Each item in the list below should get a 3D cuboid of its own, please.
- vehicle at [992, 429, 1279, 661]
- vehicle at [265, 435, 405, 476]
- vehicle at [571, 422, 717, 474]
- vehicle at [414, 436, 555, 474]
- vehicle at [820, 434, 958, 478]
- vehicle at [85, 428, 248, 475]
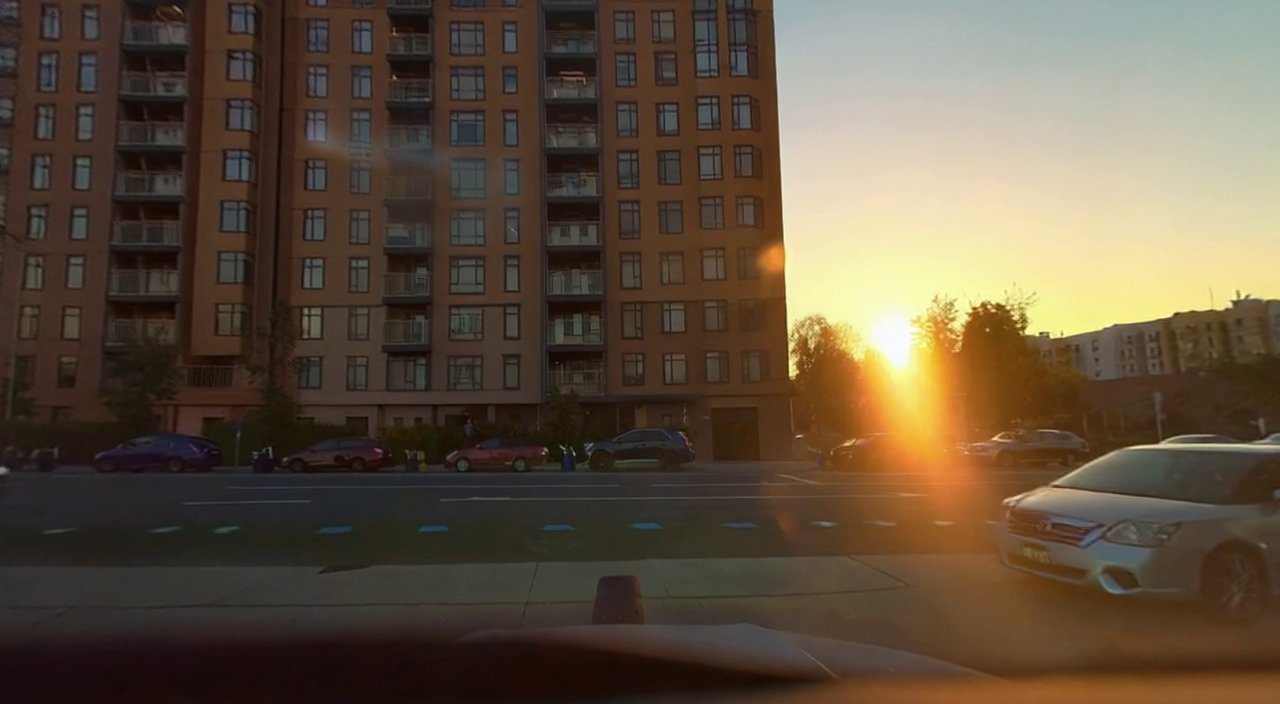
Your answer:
[{"bbox_3d":[5.926,1.450,5.354,4.714,1.471,1.978,0,-4,1],"label":"vehicle"},{"bbox_3d":[-11.383,3.889,23.806,4.336,1.438,1.776,1,-8,-3],"label":"vehicle"},{"bbox_3d":[0.090,3.681,24.037,5.299,1.860,2.098,1,-9,-5],"label":"vehicle"},{"bbox_3d":[-5.752,3.904,23.847,4.851,1.339,1.785,0,-10,-2],"label":"vehicle"},{"bbox_3d":[9.464,3.953,24.254,4.521,1.411,1.726,-2,-7,-4],"label":"vehicle"},{"bbox_3d":[-17.489,3.682,23.549,4.426,1.641,1.889,1,-8,-5],"label":"vehicle"}]
